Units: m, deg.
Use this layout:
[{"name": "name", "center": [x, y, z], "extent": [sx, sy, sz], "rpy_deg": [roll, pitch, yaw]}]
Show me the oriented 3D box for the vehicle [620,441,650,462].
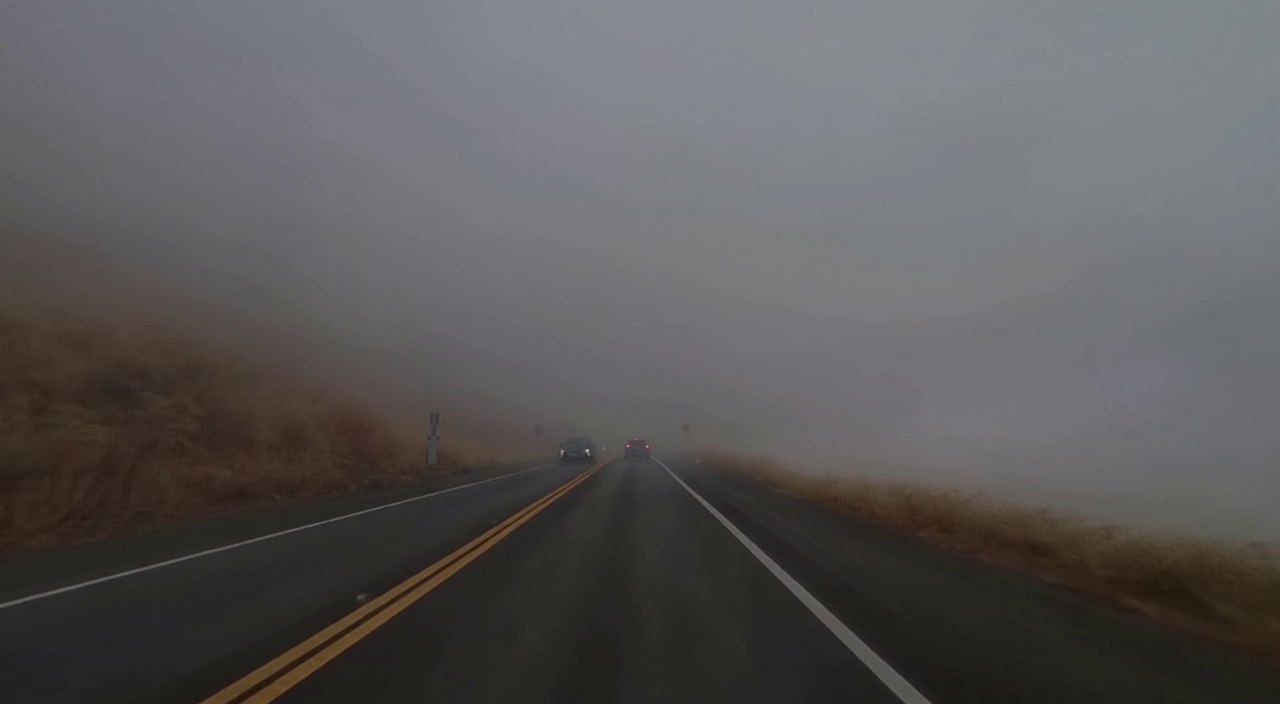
[{"name": "vehicle", "center": [-0.370, 7.352, 46.876], "extent": [2.186, 1.486, 3.861], "rpy_deg": [0, -9, -1]}]
